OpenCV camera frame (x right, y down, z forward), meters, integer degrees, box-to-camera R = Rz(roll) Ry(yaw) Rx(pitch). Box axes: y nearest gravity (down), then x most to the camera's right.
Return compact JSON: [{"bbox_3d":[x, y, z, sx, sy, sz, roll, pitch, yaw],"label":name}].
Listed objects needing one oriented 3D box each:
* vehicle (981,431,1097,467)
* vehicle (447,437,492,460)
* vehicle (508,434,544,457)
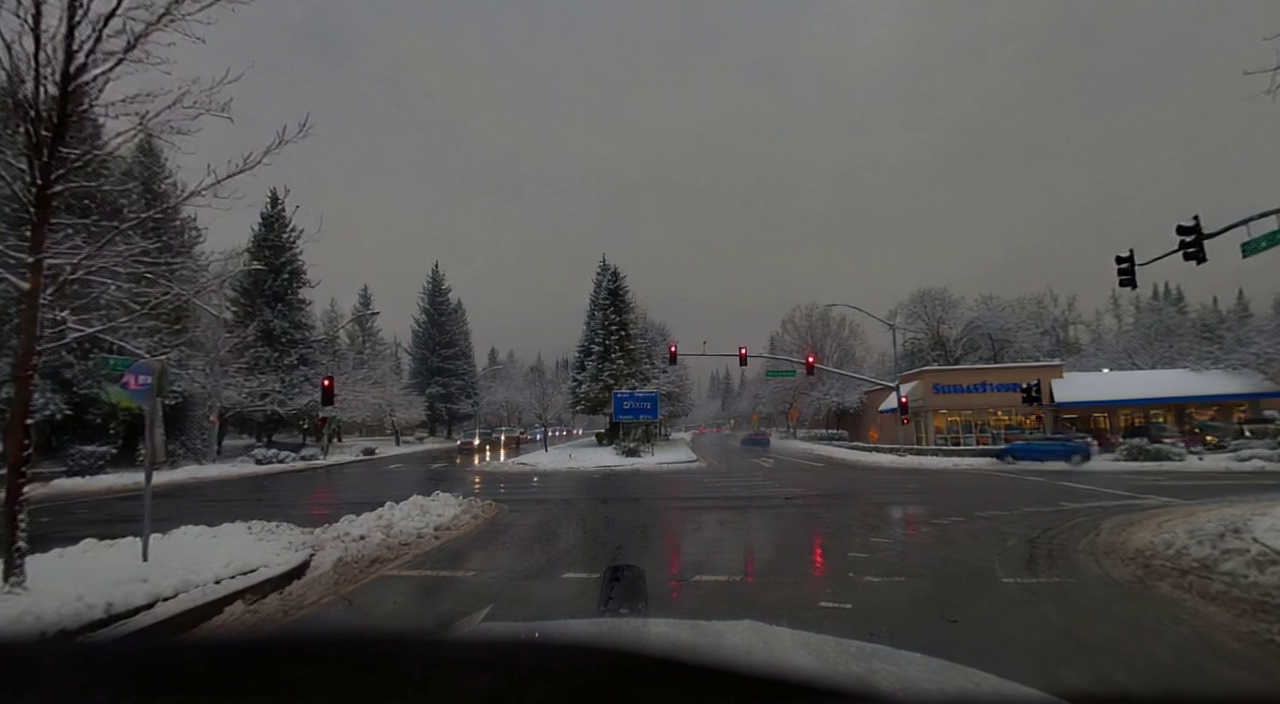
[{"bbox_3d":[19.856,4.865,31.687,4.667,1.664,1.936,-5,-10,27],"label":"vehicle"},{"bbox_3d":[-11.794,6.688,43.894,2.111,1.499,4.371,0,-9,-3],"label":"vehicle"},{"bbox_3d":[-8.073,6.665,45.088,1.920,1.546,4.086,0,-9,-1],"label":"vehicle"}]
